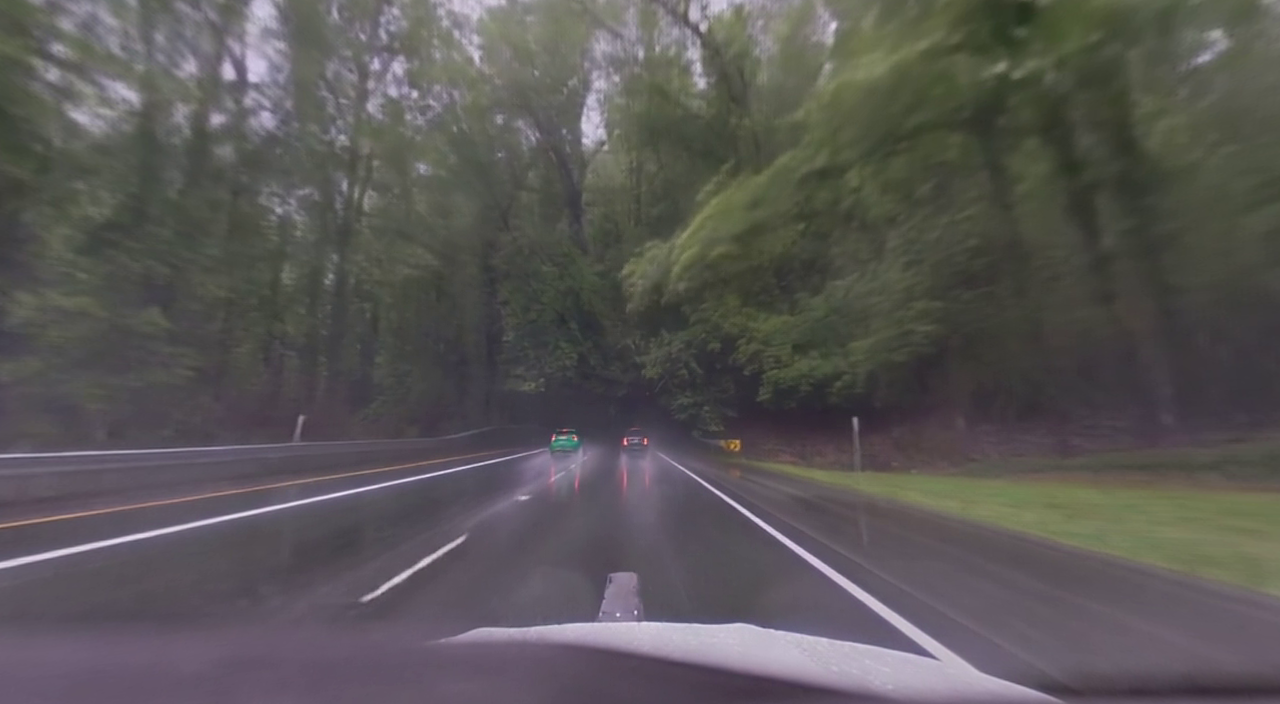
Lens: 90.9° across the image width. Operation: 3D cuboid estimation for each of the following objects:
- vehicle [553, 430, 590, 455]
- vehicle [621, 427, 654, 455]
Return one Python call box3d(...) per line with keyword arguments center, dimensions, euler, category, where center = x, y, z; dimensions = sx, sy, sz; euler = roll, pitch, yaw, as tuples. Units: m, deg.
box3d(center=(-4.598, 6.118, 42.701), dimensions=(2.055, 1.610, 4.116), euler=(0, -8, 0), category="vehicle")
box3d(center=(-0.194, 6.211, 44.029), dimensions=(2.170, 1.790, 4.490), euler=(0, -8, -1), category="vehicle")
